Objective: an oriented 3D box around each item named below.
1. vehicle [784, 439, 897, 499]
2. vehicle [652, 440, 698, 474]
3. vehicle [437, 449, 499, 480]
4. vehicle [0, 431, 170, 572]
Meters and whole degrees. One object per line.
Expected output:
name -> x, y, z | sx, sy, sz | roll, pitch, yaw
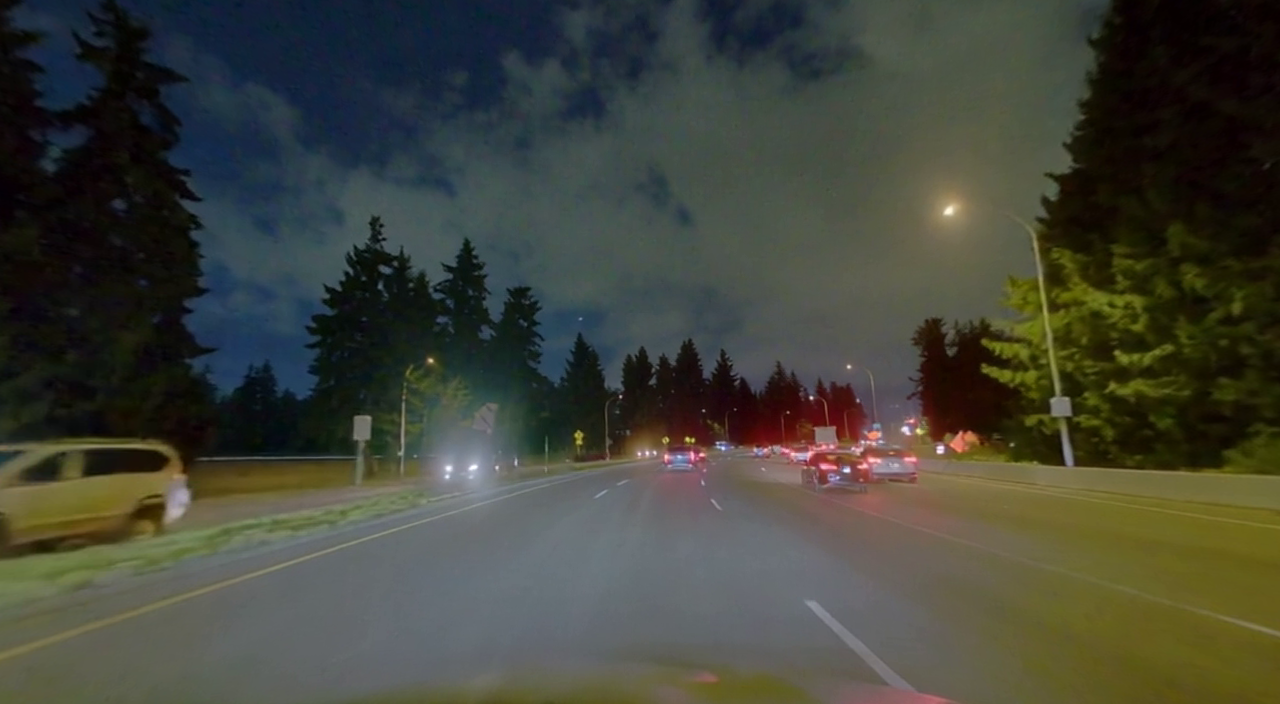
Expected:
vehicle -> 5.511, 3.262, 17.999 | 2.044, 1.474, 4.083 | -1, -9, 3
vehicle -> 1.960, 5.611, 33.837 | 2.201, 1.676, 4.541 | -1, -9, 6
vehicle -> -10.126, 6.636, 37.491 | 2.032, 1.657, 4.271 | -1, -9, 7
vehicle -> -9.186, 1.977, 8.507 | 2.151, 1.770, 4.512 | 0, -9, 1
